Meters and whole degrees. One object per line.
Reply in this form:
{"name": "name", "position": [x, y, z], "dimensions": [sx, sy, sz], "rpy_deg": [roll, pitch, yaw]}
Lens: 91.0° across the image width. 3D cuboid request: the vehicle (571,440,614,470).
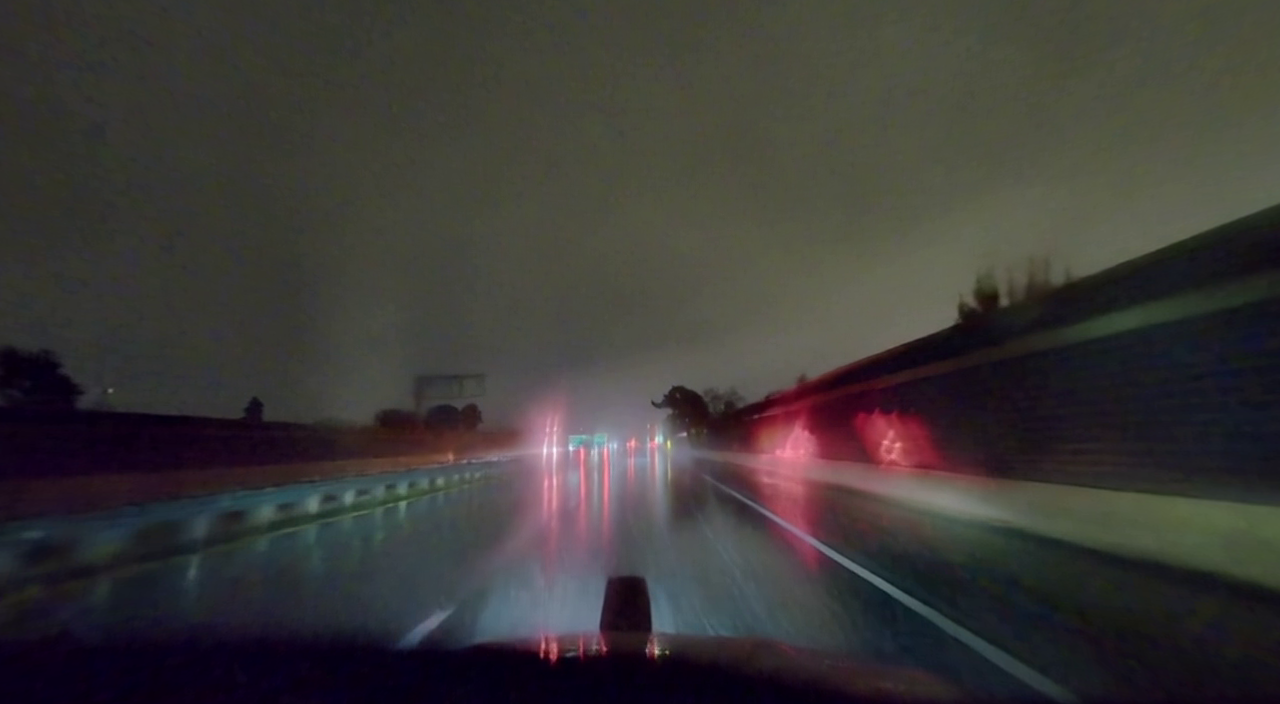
{"name": "vehicle", "position": [-2.539, 5.684, 34.854], "dimensions": [2.050, 1.530, 4.144], "rpy_deg": [0, -8, 0]}
